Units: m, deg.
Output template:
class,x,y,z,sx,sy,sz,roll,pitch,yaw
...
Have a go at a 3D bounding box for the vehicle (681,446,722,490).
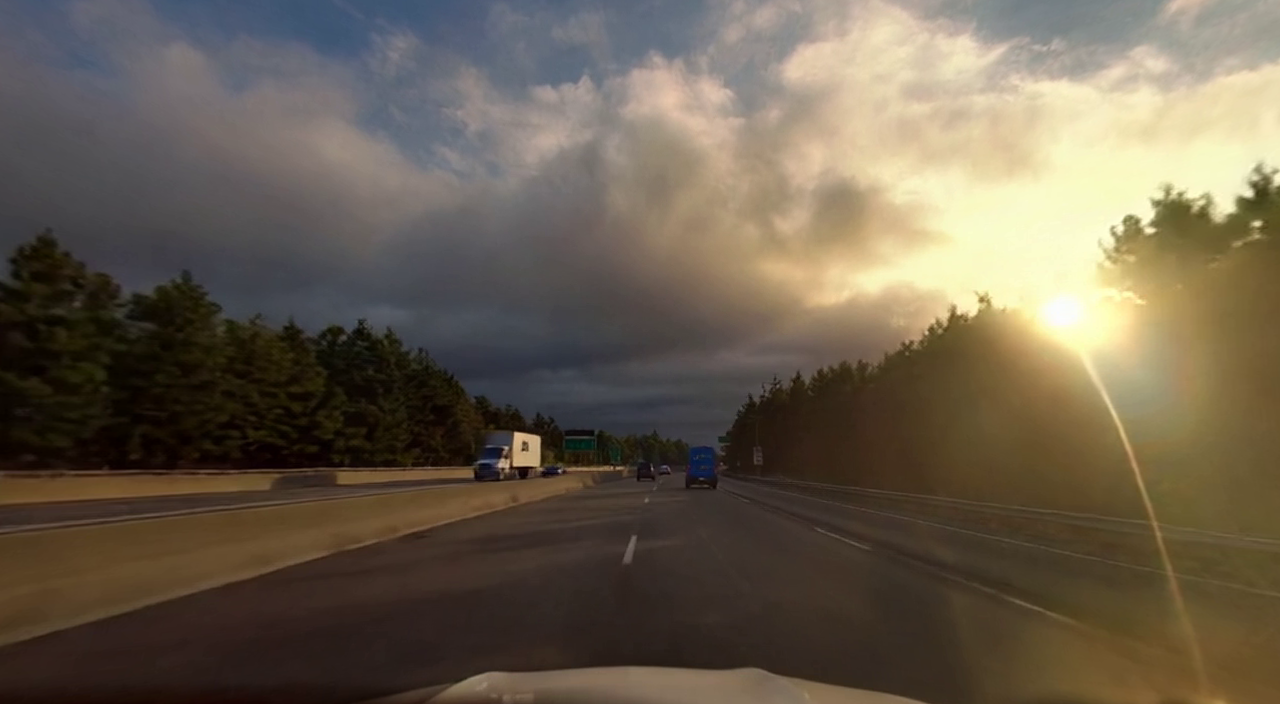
class,x,y,z,sx,sy,sz,roll,pitch,yaw
vehicle,3.998,7.721,41.890,2.366,2.595,5.793,1,-11,2
